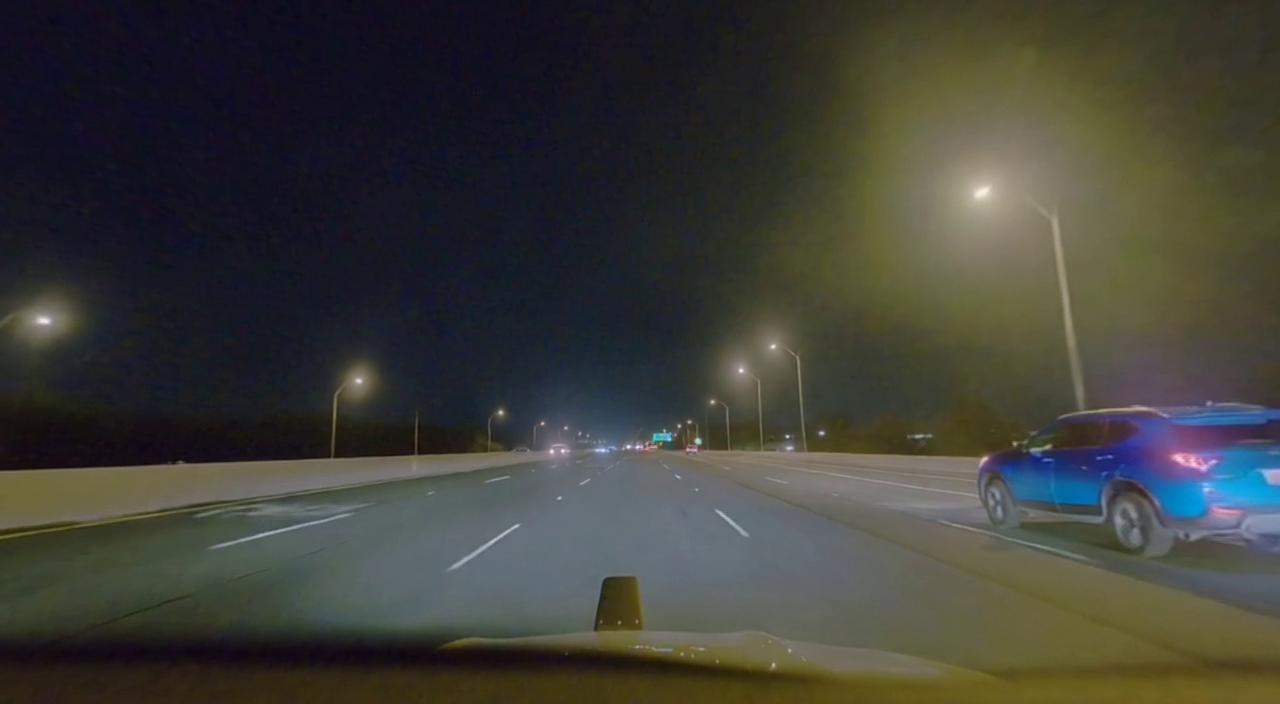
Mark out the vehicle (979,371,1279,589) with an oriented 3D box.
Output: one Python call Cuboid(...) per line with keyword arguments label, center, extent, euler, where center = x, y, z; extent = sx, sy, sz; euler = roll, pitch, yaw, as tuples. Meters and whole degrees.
Cuboid(label="vehicle", center=(6.648, 1.449, 7.870), extent=(2.222, 1.899, 4.595), euler=(0, -8, 0))
